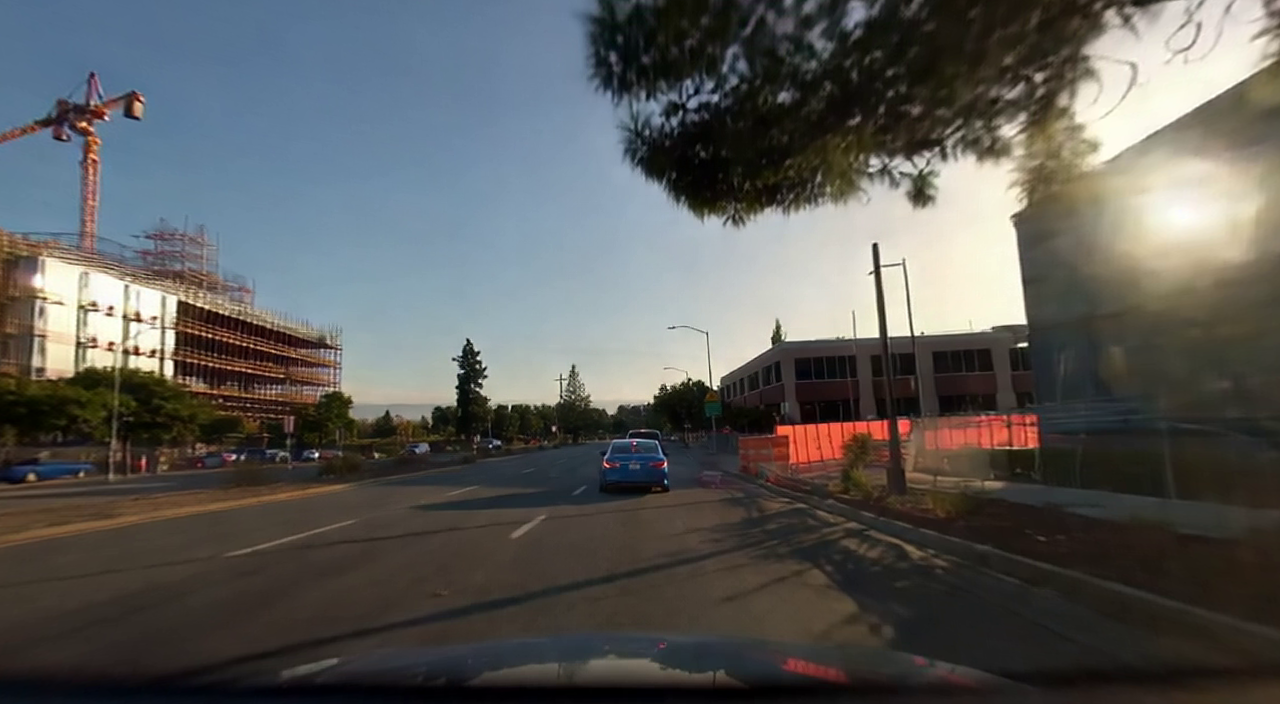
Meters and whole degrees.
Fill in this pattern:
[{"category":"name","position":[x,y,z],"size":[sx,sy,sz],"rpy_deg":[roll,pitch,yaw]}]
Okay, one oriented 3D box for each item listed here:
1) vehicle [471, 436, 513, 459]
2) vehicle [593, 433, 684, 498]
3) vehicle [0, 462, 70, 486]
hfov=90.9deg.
[{"category":"vehicle","position":[-10.211,6.508,43.124],"size":[2.072,1.465,4.394],"rpy_deg":[3,-9,-22]},{"category":"vehicle","position":[-0.034,2.923,16.669],"size":[2.112,1.482,4.076],"rpy_deg":[0,-8,0]},{"category":"vehicle","position":[-39.752,7.838,40.649],"size":[4.111,1.412,1.777],"rpy_deg":[0,-8,-2]}]
